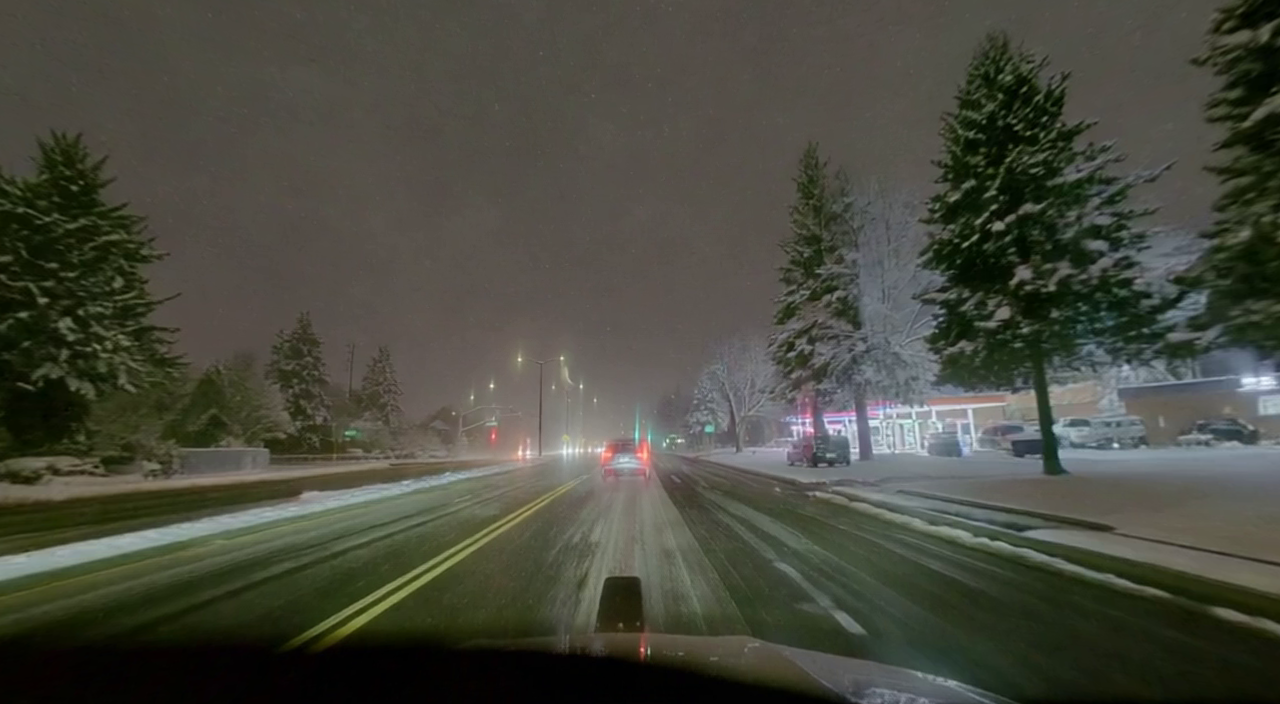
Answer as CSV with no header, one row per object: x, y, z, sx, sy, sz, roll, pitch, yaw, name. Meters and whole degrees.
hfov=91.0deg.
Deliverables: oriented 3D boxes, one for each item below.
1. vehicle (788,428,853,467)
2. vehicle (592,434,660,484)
9.272,4.957,32.720,2.083,1.882,4.674,0,-8,1,vehicle
-0.410,3.585,21.411,2.062,1.519,4.214,0,-8,0,vehicle
